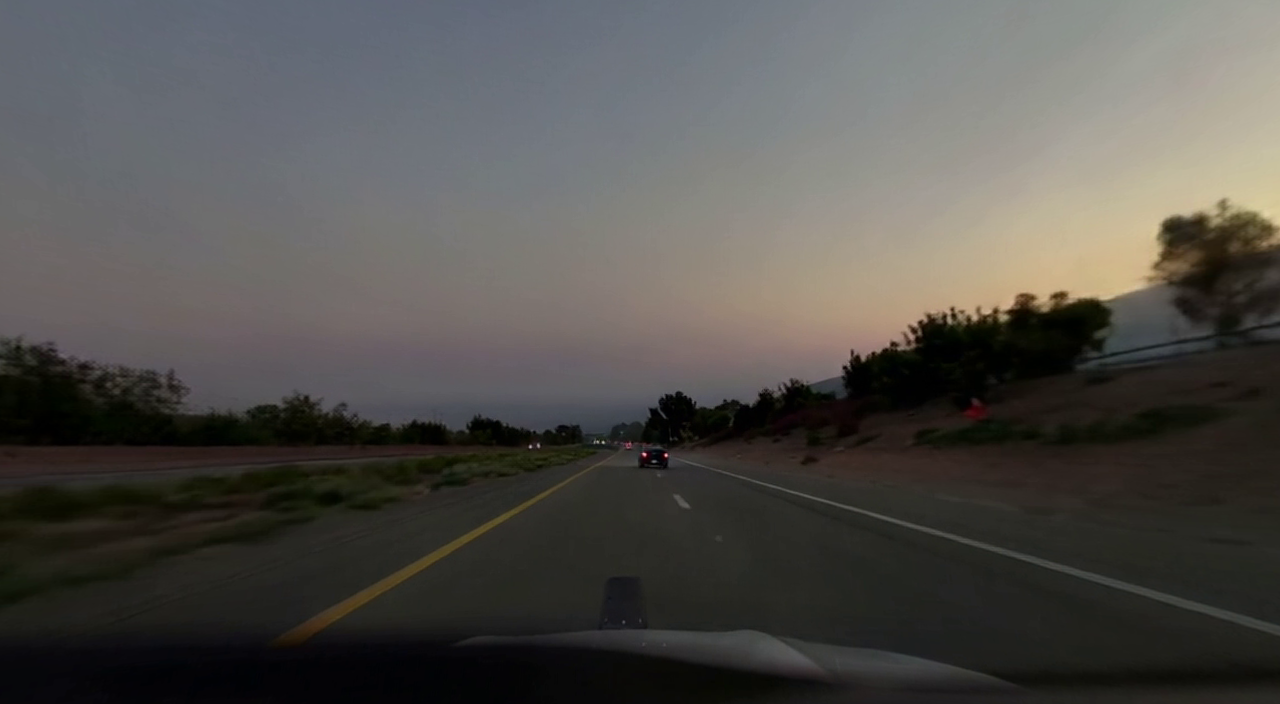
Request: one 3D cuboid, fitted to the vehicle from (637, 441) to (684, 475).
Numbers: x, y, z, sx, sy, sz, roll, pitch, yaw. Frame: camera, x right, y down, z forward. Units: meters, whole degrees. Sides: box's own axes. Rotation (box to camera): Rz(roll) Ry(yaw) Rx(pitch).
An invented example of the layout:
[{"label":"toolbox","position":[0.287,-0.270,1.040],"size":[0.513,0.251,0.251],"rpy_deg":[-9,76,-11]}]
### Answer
[{"label":"vehicle","position":[0.880,4.939,29.659],"size":[1.991,1.475,4.302],"rpy_deg":[0,-8,-1]}]
